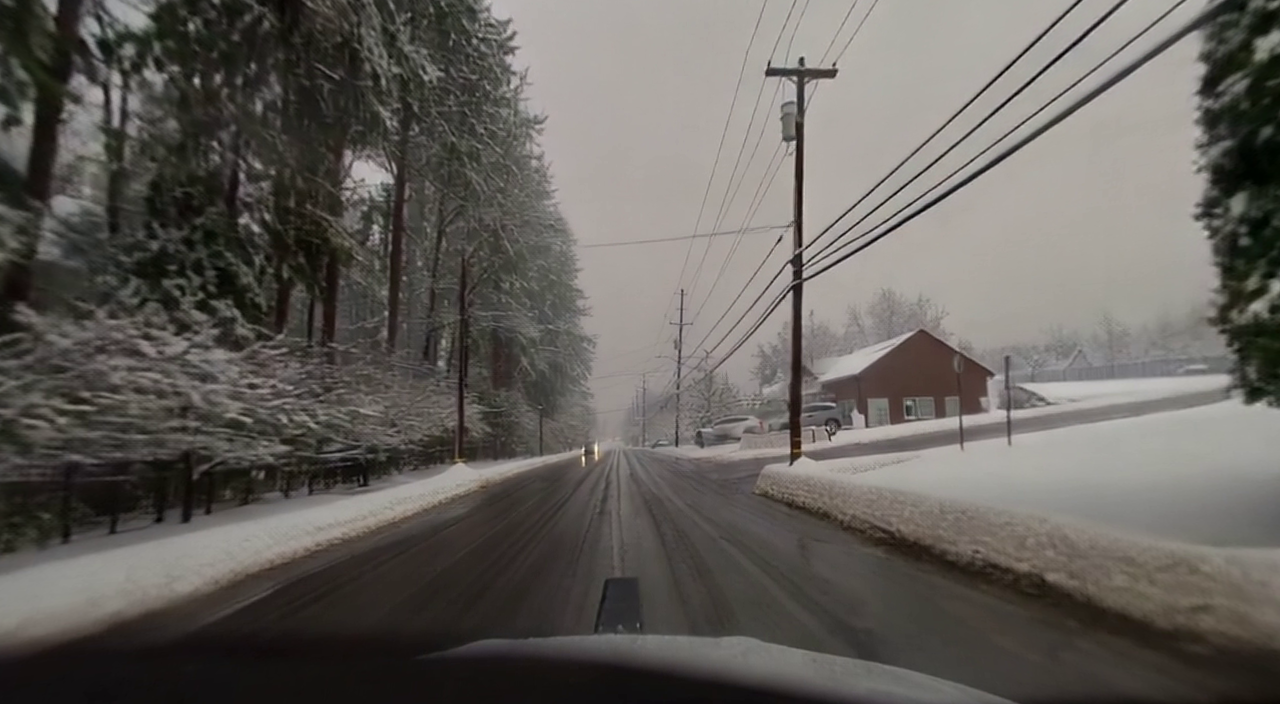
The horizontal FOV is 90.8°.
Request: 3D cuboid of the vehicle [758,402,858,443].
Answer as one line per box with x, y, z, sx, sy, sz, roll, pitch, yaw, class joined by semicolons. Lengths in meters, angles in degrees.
8.726;3.714;32.801;4.780;1.984;1.896;3;-9;-22;vehicle
